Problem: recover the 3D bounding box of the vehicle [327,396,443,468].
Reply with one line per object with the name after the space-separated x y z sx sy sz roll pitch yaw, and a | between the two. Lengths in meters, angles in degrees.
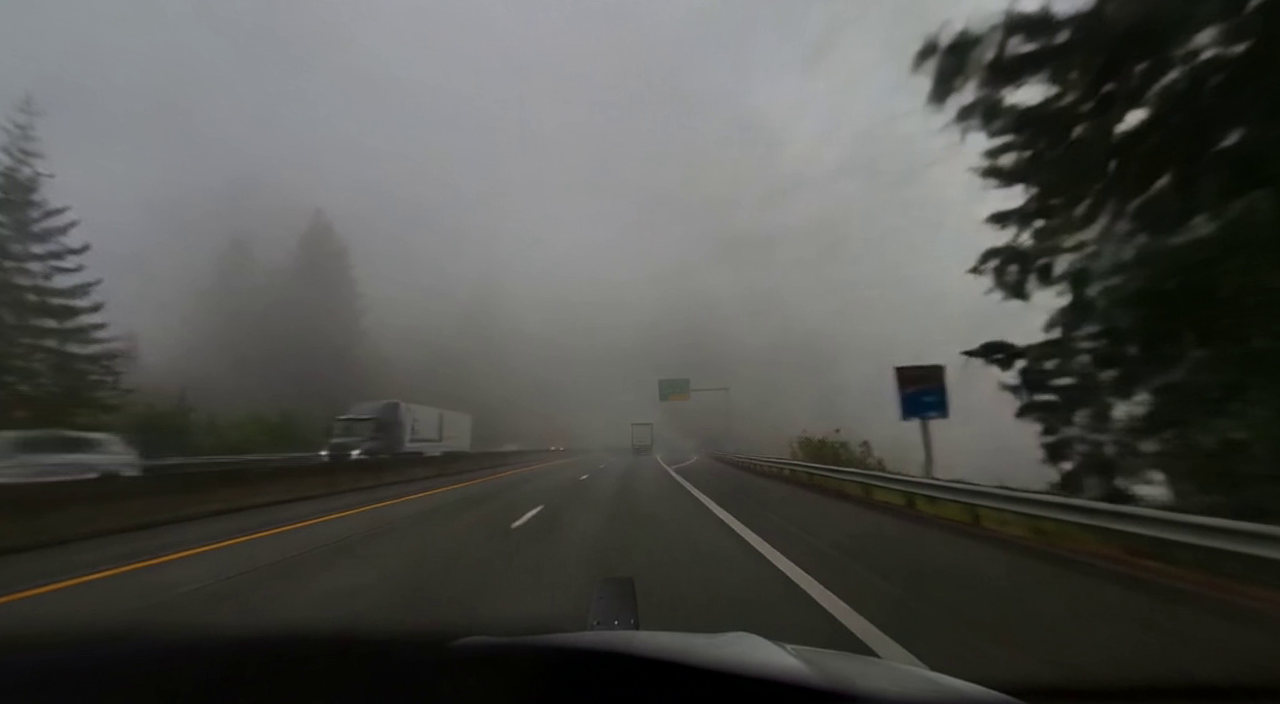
-15.341 5.016 39.033 2.921 3.864 9.988 -1 -8 0 | vehicle
